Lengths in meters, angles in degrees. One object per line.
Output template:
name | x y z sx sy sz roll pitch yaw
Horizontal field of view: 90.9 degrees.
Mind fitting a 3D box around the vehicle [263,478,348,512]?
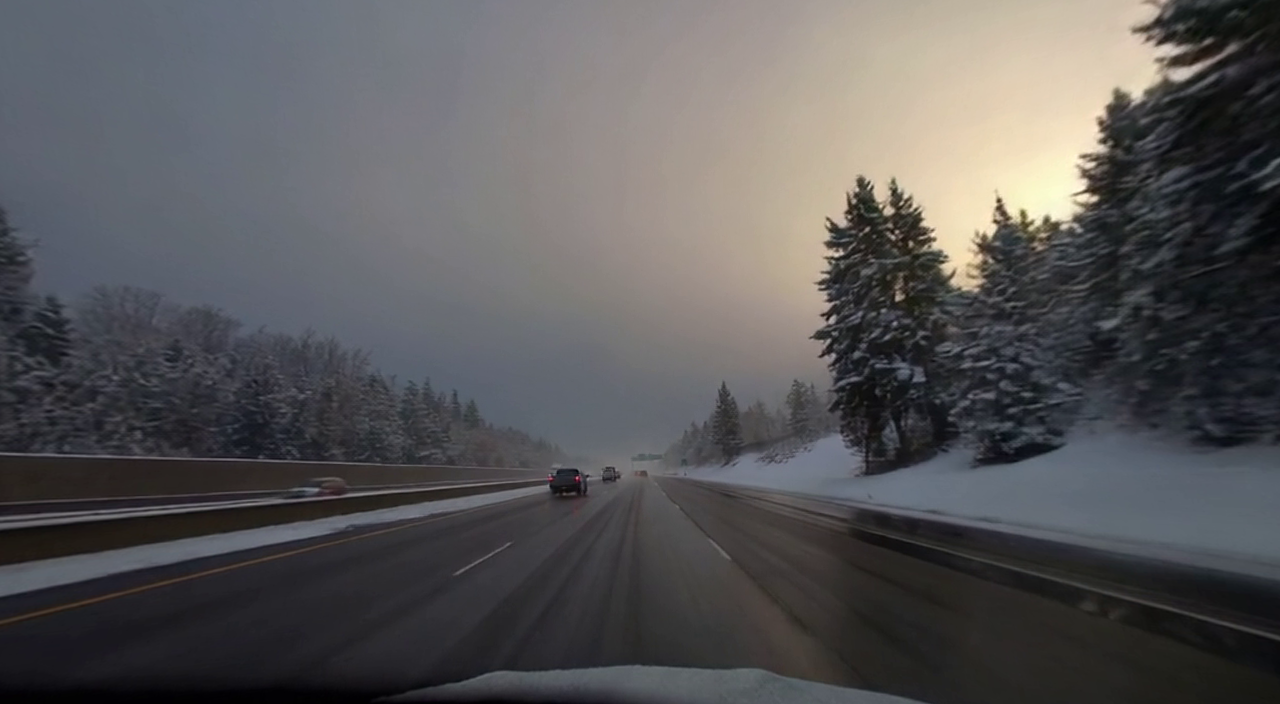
vehicle | -16.625 7.111 31.616 1.788 1.463 4.519 1 -11 0

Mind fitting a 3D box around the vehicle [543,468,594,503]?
vehicle | -3.268 6.182 29.393 1.863 1.486 3.852 1 -10 0
